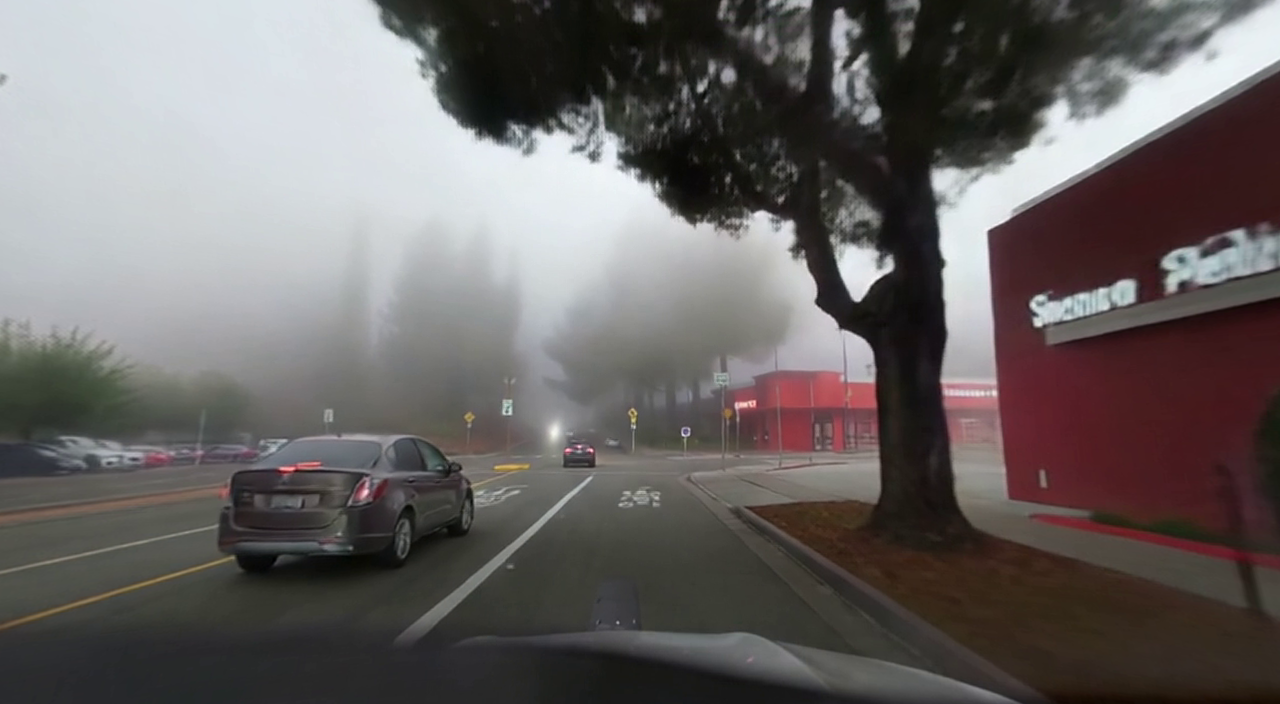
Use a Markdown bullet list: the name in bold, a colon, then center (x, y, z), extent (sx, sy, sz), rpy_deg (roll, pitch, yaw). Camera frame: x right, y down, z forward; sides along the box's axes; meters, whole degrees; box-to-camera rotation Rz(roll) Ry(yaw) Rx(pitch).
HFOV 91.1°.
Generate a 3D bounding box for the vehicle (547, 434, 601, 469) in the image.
- **vehicle**: center (-2.925, 4.486, 28.654), extent (1.962, 1.424, 4.289), rpy_deg (0, -8, 1)

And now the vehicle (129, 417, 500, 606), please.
- **vehicle**: center (-3.072, 1.558, 7.208), extent (1.853, 1.478, 4.381), rpy_deg (0, -8, 1)
